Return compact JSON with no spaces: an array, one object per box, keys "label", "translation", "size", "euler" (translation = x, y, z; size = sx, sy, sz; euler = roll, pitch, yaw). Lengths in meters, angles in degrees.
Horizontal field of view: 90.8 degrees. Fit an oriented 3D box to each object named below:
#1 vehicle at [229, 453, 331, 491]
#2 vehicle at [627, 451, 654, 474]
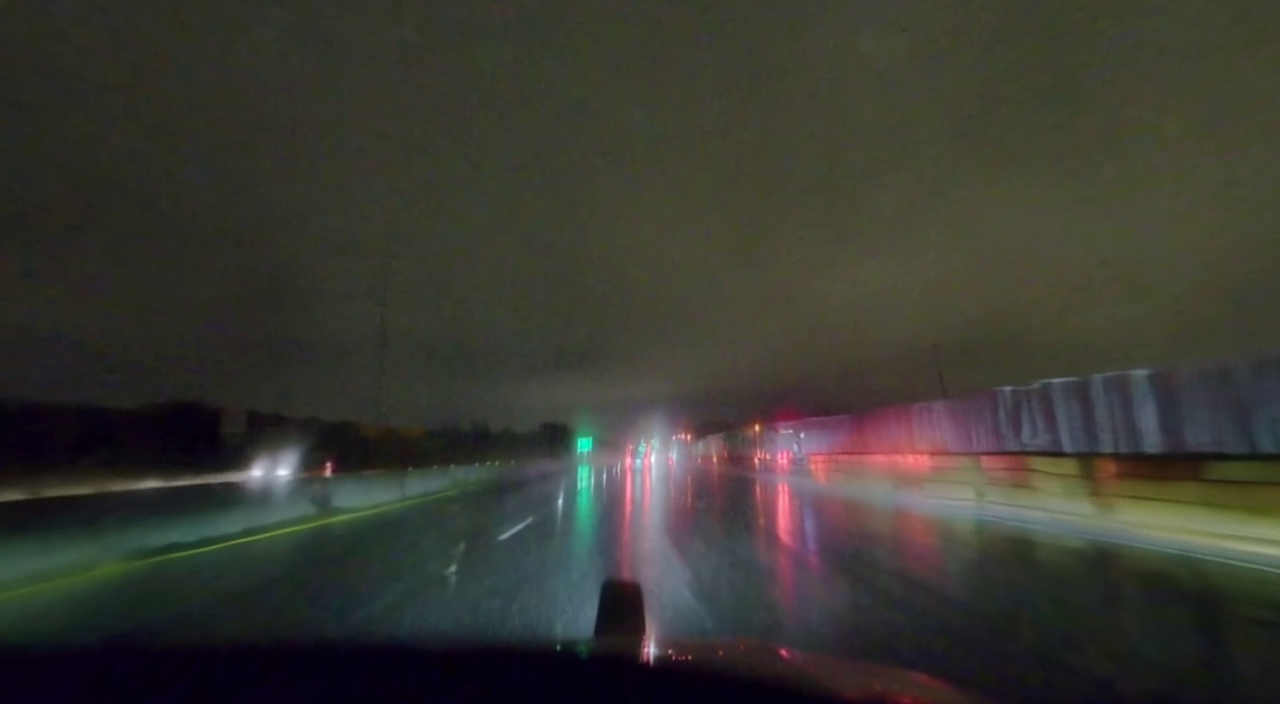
[{"label":"vehicle","translation":[-15.721,5.232,27.875],"size":[1.913,1.507,4.426],"euler":[0,-9,0]},{"label":"vehicle","translation":[0.066,7.184,41.208],"size":[1.695,1.437,3.506],"euler":[0,-9,1]}]
